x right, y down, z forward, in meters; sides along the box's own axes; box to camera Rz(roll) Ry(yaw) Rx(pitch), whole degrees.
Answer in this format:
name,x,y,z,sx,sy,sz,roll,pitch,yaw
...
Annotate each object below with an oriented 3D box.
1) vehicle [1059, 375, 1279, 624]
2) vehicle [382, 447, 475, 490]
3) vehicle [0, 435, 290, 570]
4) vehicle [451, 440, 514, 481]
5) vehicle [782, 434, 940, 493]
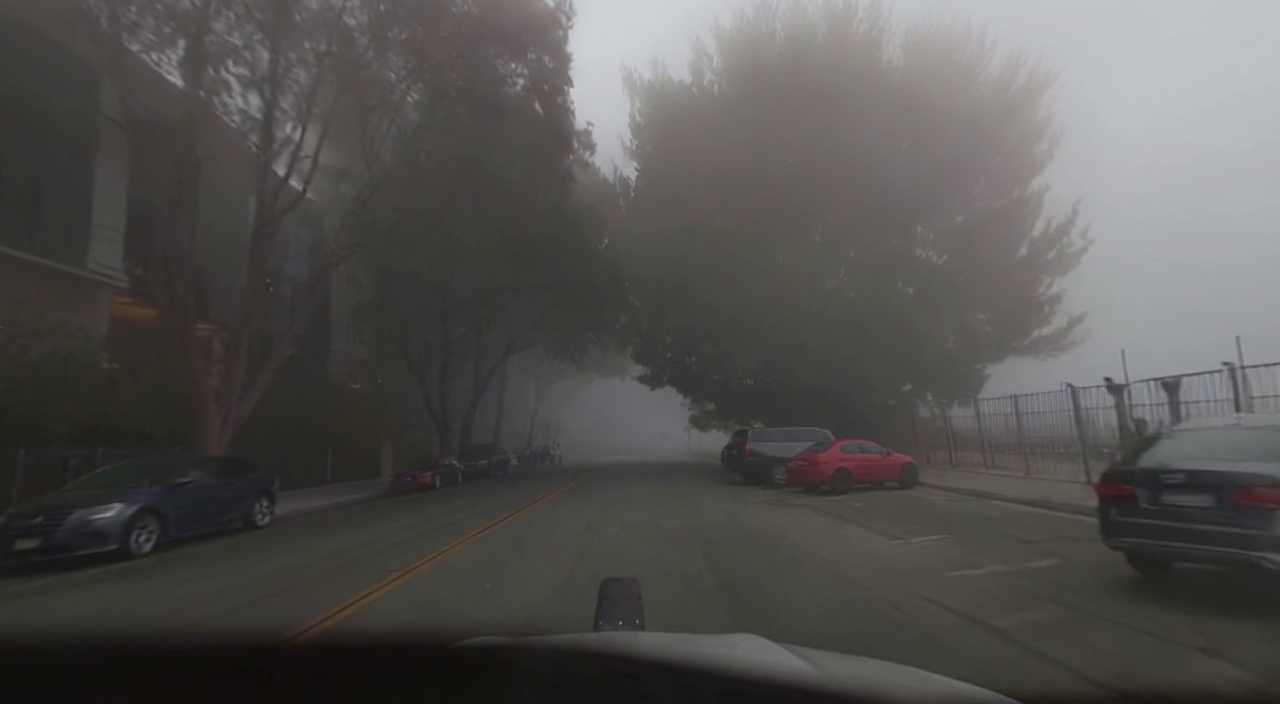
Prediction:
name,x,y,z,sx,sy,sz,roll,pitch,yaw
vehicle,6.586,1.257,5.949,4.858,1.758,2.021,4,-9,-25
vehicle,-8.161,4.500,24.930,1.911,1.497,4.738,0,-8,2
vehicle,-8.043,2.264,10.354,2.172,1.707,4.273,0,-8,0
vehicle,-7.840,5.379,31.867,1.957,1.693,4.588,-2,-6,1
vehicle,6.393,3.169,18.232,4.265,1.510,1.915,5,-10,-30
